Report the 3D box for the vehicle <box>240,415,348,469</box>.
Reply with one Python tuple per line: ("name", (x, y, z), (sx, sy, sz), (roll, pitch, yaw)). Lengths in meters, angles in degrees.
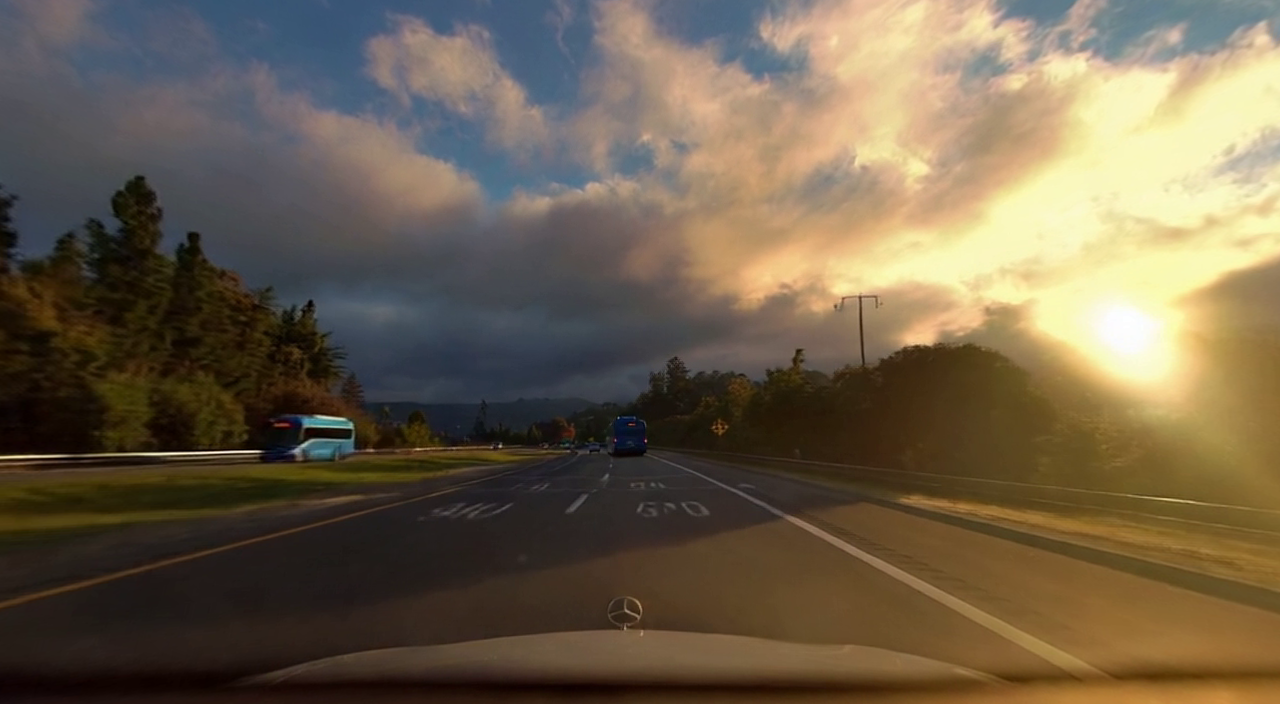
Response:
("vehicle", (-20.384, 5.413, 37.692), (2.333, 2.885, 7.543), (0, -9, -2))
